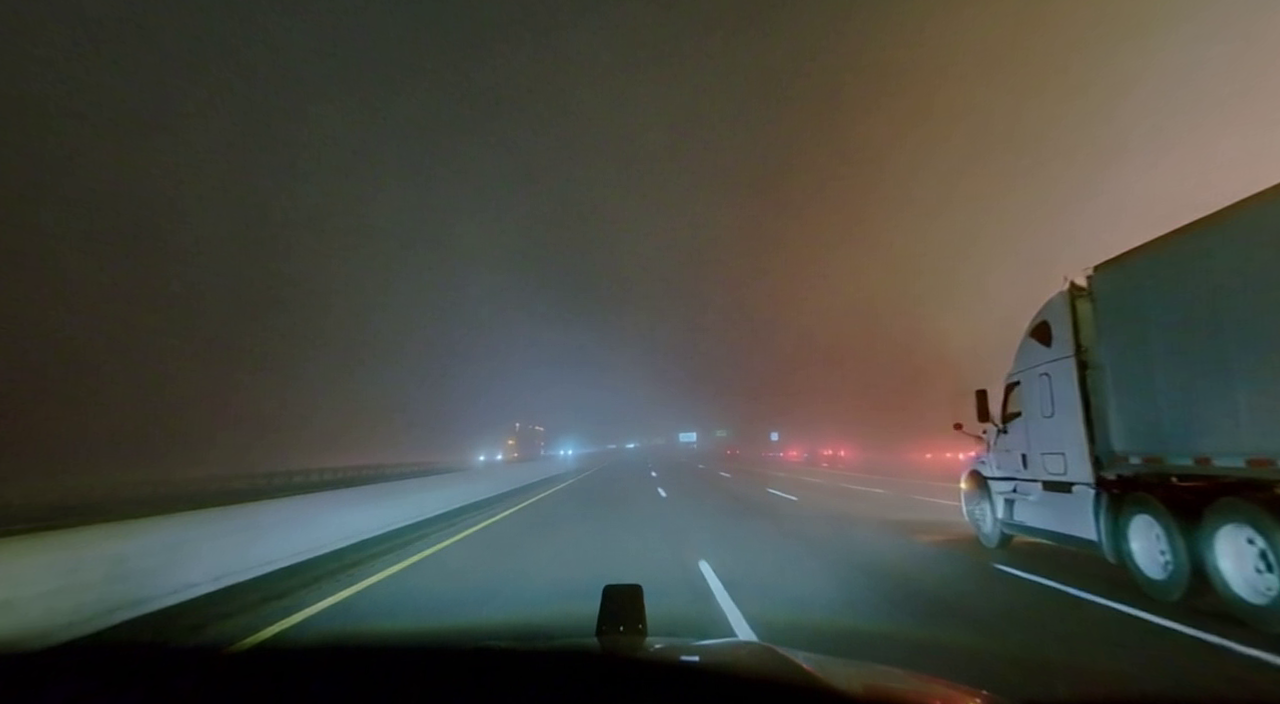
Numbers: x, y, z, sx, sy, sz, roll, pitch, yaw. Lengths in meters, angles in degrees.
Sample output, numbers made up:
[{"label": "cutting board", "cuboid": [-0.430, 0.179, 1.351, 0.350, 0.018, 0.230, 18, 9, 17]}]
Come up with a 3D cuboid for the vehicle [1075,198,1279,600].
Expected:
[{"label": "vehicle", "cuboid": [6.498, 0.117, 3.493, 2.690, 3.197, 7.515, 0, -9, 0]}]
